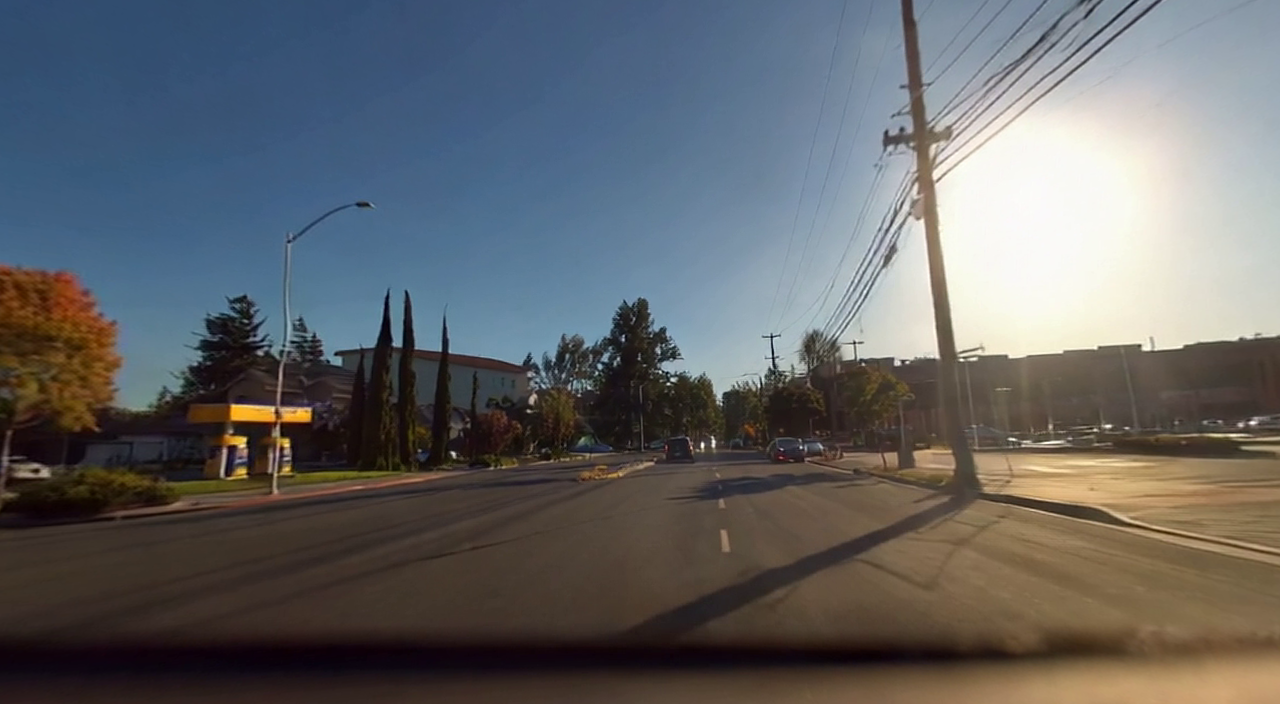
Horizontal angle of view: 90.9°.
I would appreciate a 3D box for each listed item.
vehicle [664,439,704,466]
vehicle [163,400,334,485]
[{"bbox_3d":[2.696,5.996,37.806,2.073,1.525,3.968,-2,-8,8],"label":"vehicle"},{"bbox_3d":[-18.646,4.443,30.901,2.923,3.546,7.640,-2,-8,5],"label":"vehicle"}]
